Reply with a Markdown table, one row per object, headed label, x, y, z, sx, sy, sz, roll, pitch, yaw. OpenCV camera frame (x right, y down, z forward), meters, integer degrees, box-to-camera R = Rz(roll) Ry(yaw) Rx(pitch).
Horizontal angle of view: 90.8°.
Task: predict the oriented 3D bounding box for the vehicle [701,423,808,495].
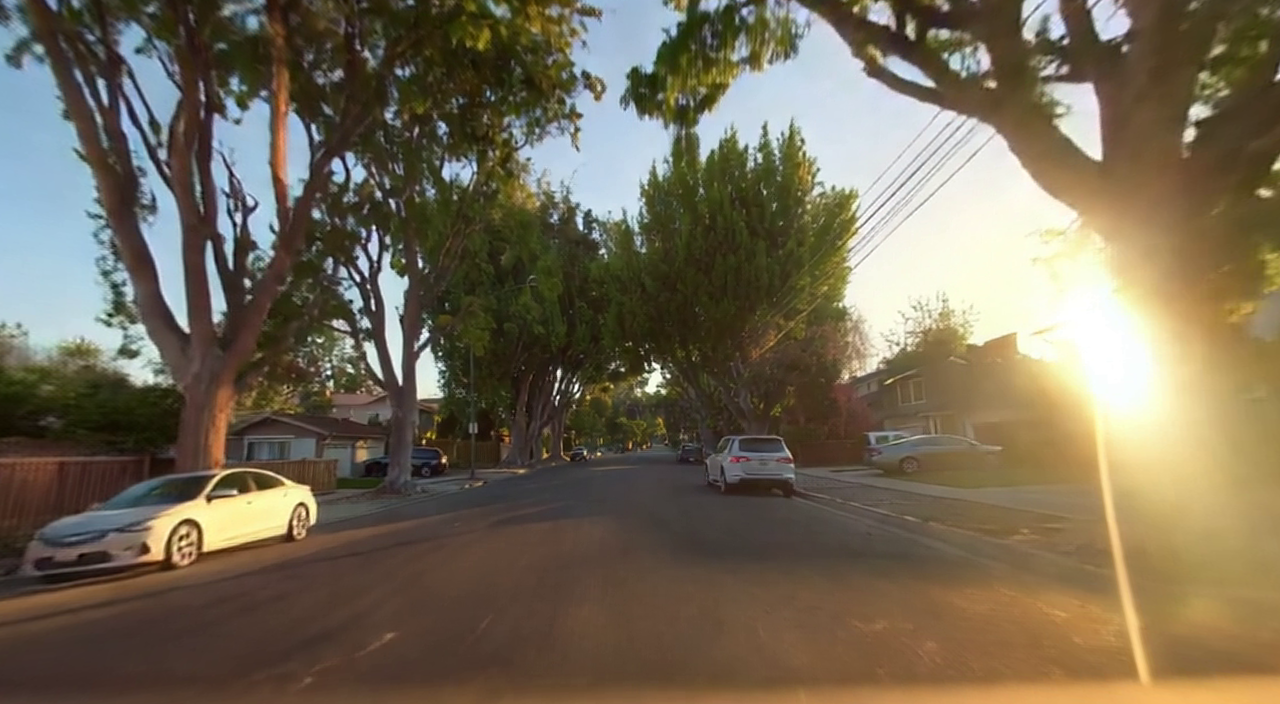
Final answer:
| label | x | y | z | sx | sy | sz | roll | pitch | yaw |
| --- | --- | --- | --- | --- | --- | --- | --- | --- | --- |
| vehicle | 3.293 | 3.225 | 19.391 | 2.241 | 1.875 | 5.059 | 0 | -8 | -1 |

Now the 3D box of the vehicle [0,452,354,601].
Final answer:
| label | x | y | z | sx | sy | sz | roll | pitch | yaw |
| --- | --- | --- | --- | --- | --- | --- | --- | --- | --- |
| vehicle | -6.250 | 2.298 | 9.232 | 2.099 | 1.399 | 4.357 | -4 | -8 | 1 |

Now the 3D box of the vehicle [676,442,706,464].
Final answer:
| label | x | y | z | sx | sy | sz | roll | pitch | yaw |
| --- | --- | --- | --- | --- | --- | --- | --- | --- | --- |
| vehicle | 3.692 | 7.445 | 46.735 | 2.016 | 1.567 | 4.228 | -1 | -8 | 2 |

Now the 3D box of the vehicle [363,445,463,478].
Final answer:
| label | x | y | z | sx | sy | sz | roll | pitch | yaw |
| --- | --- | --- | --- | --- | --- | --- | --- | --- | --- |
| vehicle | -12.917 | 6.215 | 36.138 | 4.928 | 1.797 | 1.981 | -1 | -9 | 2 |

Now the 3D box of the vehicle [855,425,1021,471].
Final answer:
| label | x | y | z | sx | sy | sz | roll | pitch | yaw |
| --- | --- | --- | --- | --- | --- | --- | --- | --- | --- |
| vehicle | 10.601 | 3.495 | 22.893 | 5.041 | 1.486 | 1.969 | -3 | -9 | 13 |
